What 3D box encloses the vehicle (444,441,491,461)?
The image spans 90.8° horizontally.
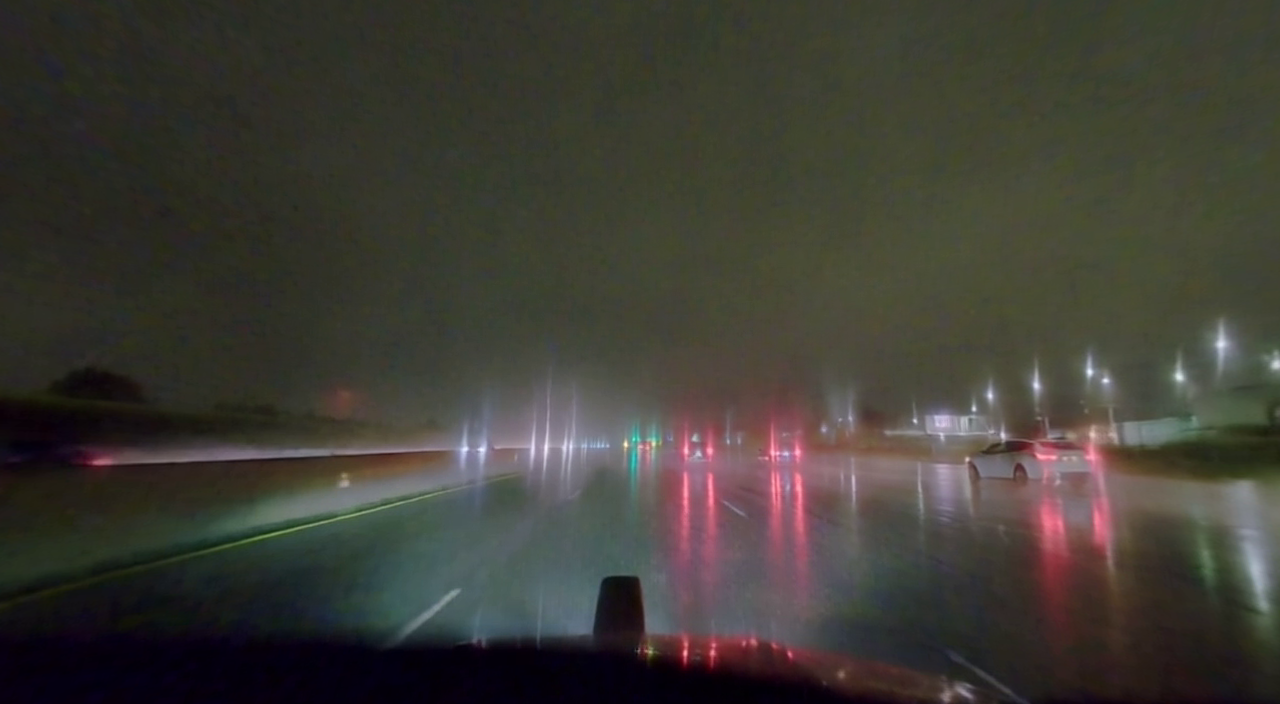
[{"bbox_3d":[-10.917,6.300,40.270,1.866,1.163,3.756,0,-8,2],"label":"vehicle"}]

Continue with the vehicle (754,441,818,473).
[{"bbox_3d":[6.977,5.073,30.682,1.952,1.442,4.259,0,-8,-2],"label":"vehicle"}]

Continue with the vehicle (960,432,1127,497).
[{"bbox_3d":[10.936,3.067,17.554,1.844,1.560,4.085,0,-8,-1],"label":"vehicle"}]

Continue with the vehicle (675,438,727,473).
[{"bbox_3d":[2.927,5.115,31.409,1.977,1.601,4.598,0,-8,-2],"label":"vehicle"}]
